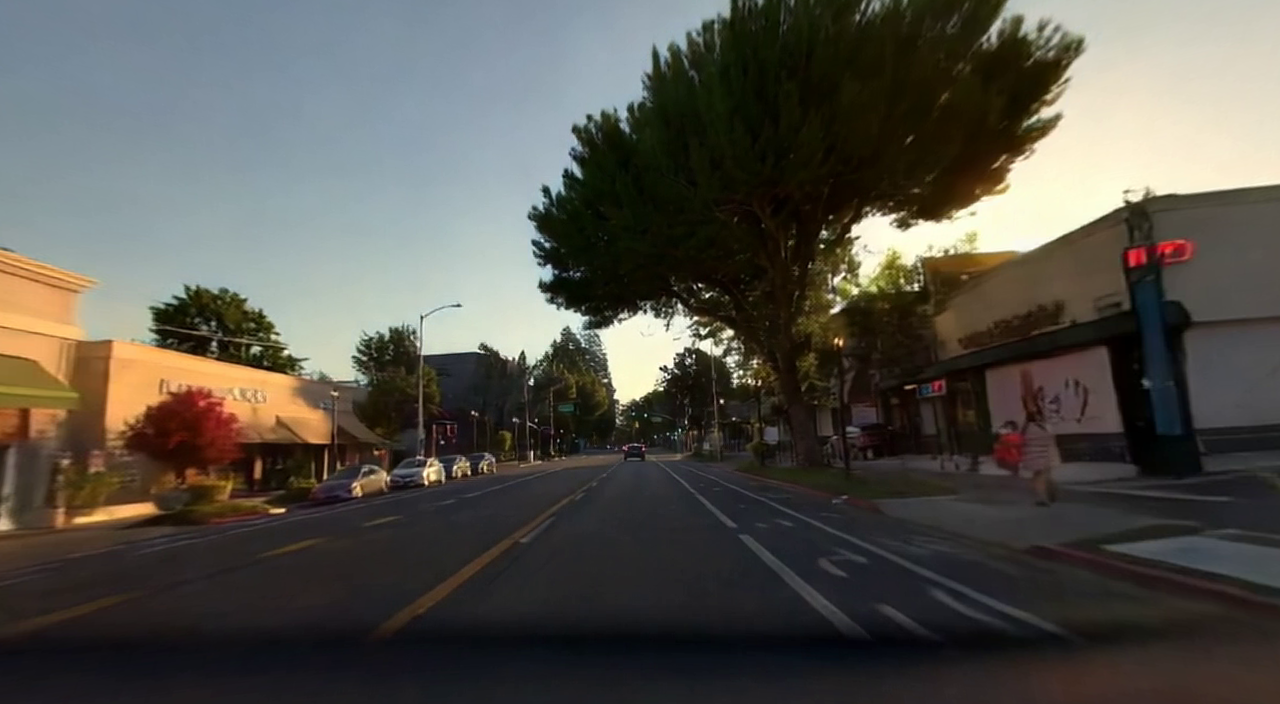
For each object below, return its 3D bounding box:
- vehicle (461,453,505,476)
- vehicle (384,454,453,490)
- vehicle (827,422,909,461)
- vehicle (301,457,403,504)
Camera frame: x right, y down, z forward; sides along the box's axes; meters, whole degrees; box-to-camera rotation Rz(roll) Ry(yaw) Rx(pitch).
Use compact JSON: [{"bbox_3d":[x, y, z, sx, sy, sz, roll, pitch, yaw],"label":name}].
[{"bbox_3d":[-10.840,7.799,43.951,1.828,1.470,4.523,0,-8,1],"label":"vehicle"},{"bbox_3d":[-10.806,5.850,31.133,1.837,1.586,4.155,0,-8,0],"label":"vehicle"},{"bbox_3d":[12.581,5.039,35.334,2.532,1.997,5.001,0,-9,-2],"label":"vehicle"},{"bbox_3d":[-10.763,4.806,24.022,1.784,1.502,4.344,0,-8,1],"label":"vehicle"}]
